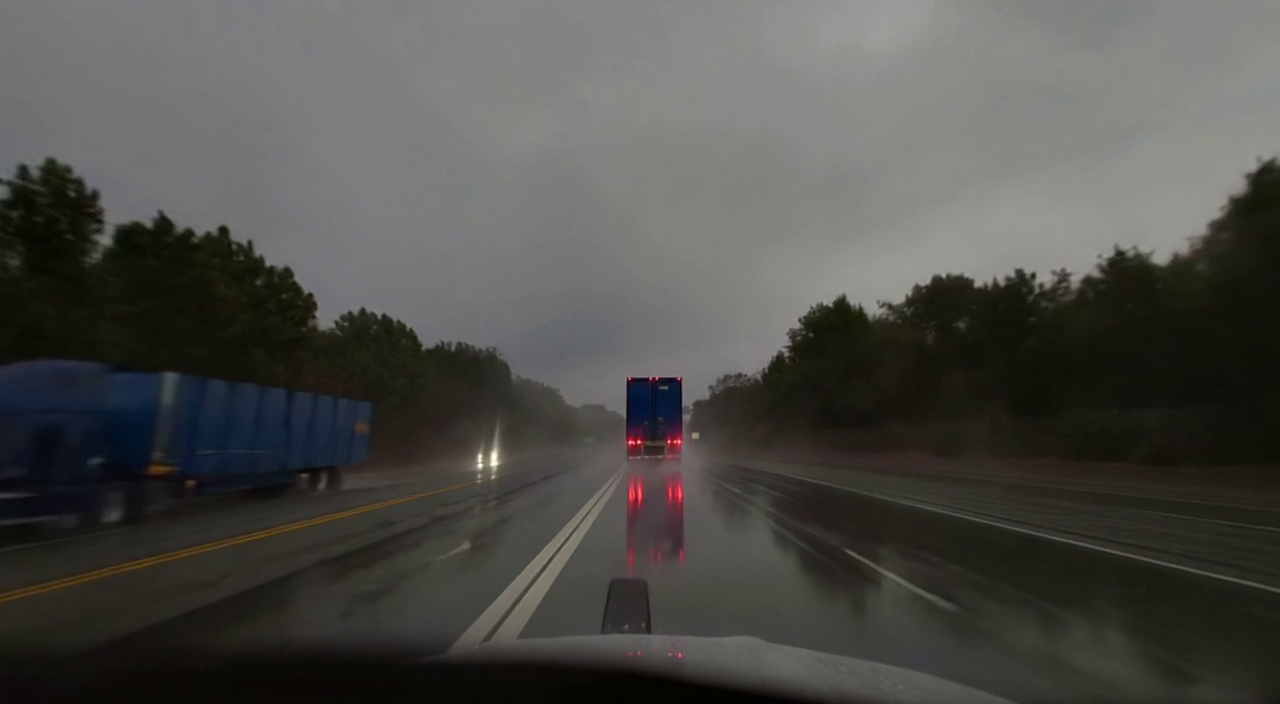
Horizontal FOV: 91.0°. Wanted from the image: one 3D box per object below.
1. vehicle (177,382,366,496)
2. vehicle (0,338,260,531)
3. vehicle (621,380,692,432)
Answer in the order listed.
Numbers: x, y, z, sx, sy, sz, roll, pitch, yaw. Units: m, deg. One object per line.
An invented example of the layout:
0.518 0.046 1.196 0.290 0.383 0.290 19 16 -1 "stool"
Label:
-14.855 3.650 26.470 2.881 3.996 8.221 -1 -8 0 "vehicle"
-14.904 2.239 16.786 3.041 4.004 10.215 0 -8 0 "vehicle"
0.555 2.355 26.132 2.509 1.890 4.732 0 -8 -3 "vehicle"
